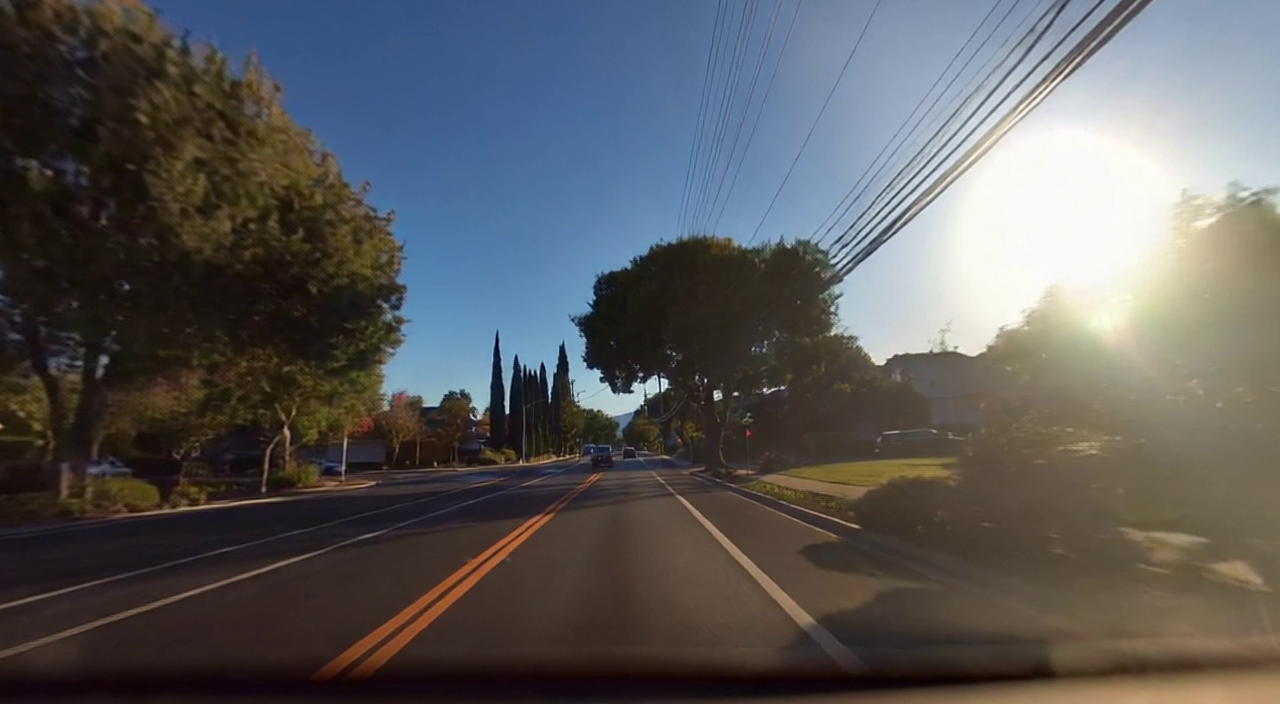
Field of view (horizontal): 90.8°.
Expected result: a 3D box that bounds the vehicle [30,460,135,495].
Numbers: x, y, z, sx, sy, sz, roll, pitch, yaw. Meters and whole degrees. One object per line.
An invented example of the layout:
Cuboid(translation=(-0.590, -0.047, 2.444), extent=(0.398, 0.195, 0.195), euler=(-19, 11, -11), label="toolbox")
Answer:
Cuboid(translation=(-33.321, 7.482, 38.009), extent=(1.885, 1.698, 5.050), euler=(0, -7, -3), label="vehicle")
